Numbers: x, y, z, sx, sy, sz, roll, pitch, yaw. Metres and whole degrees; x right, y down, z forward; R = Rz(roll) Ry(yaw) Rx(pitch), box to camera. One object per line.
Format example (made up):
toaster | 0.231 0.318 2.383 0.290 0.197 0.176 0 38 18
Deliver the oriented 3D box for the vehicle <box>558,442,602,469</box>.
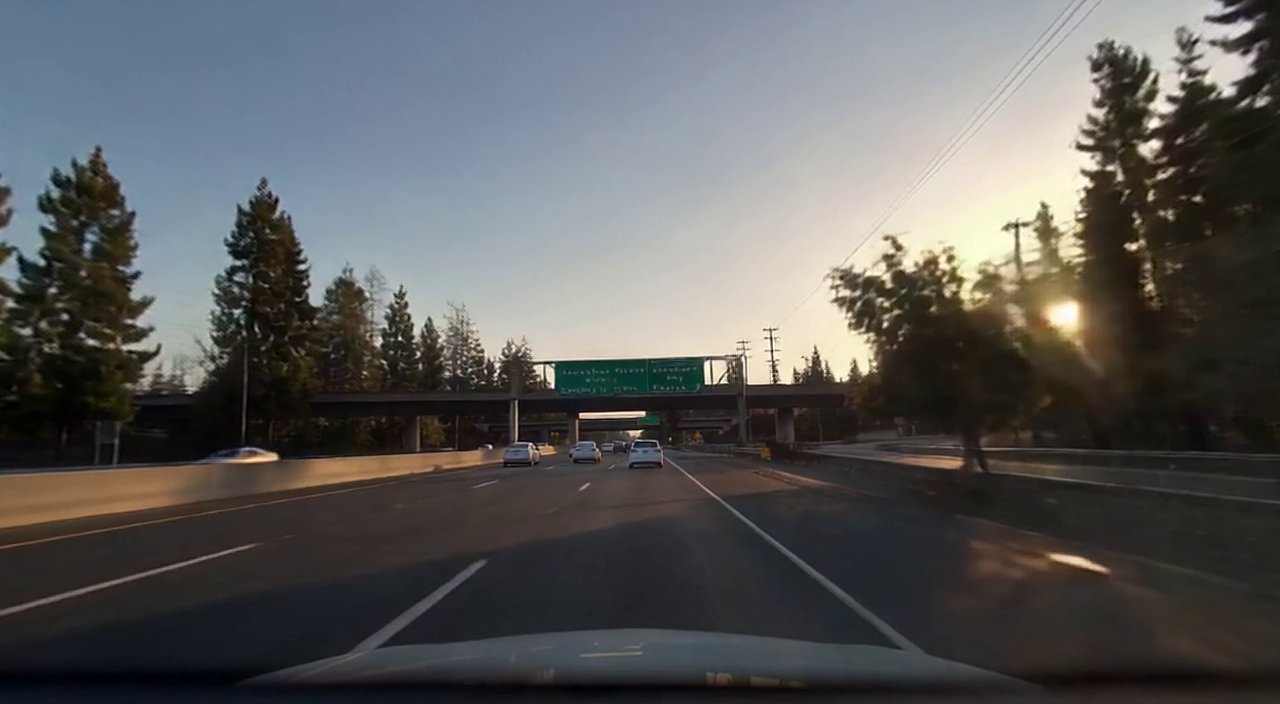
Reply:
vehicle | -3.428 6.019 36.879 2.056 1.464 4.564 0 -8 1

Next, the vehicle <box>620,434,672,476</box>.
vehicle | 0.255 4.562 28.214 2.152 1.697 4.066 0 -8 0

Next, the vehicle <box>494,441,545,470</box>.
vehicle | -7.286 6.286 38.637 2.139 1.653 4.614 0 -8 2

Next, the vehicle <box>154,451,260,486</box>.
vehicle | -20.936 5.635 30.772 1.886 1.513 4.625 0 -8 0
